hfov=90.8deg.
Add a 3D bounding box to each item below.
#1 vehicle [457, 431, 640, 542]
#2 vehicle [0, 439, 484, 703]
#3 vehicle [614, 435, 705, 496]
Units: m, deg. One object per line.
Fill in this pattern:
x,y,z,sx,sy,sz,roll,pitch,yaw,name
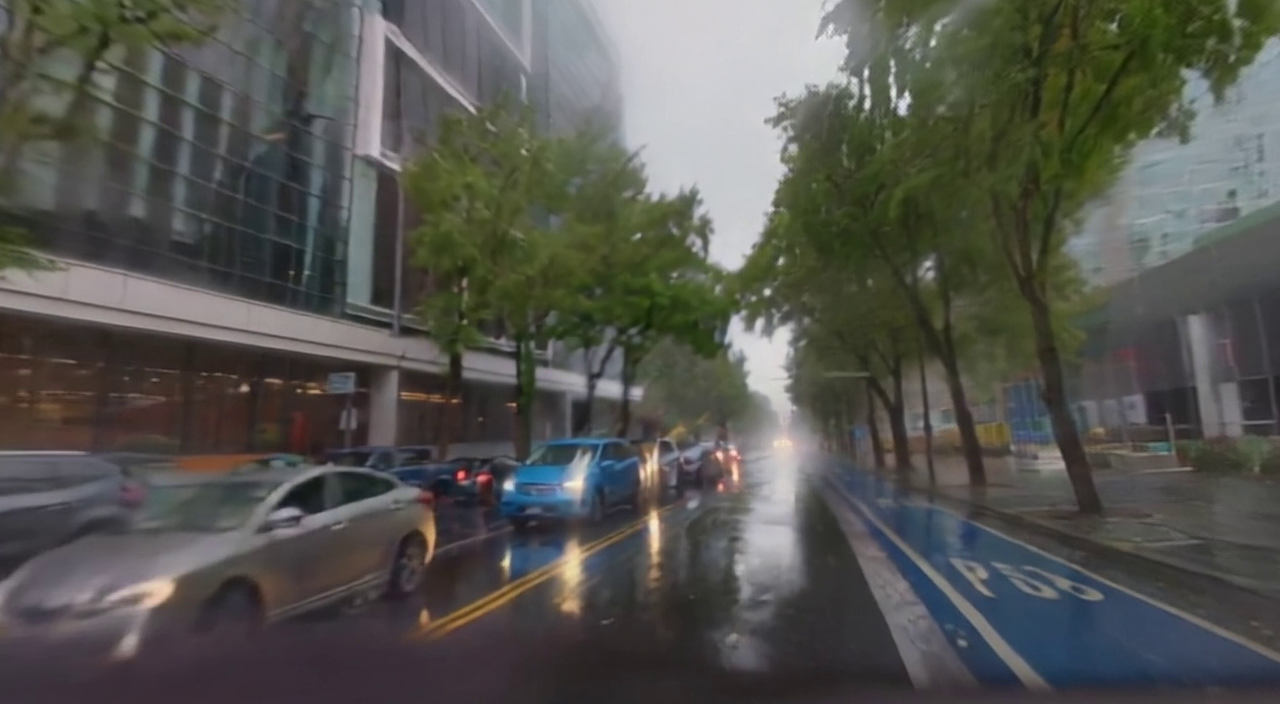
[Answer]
-1.585,2.601,12.983,2.173,1.814,4.573,-2,-9,13,vehicle
-3.391,1.527,5.152,2.017,1.558,4.888,-2,-9,14,vehicle
0.813,3.848,21.794,2.225,1.848,4.472,-2,-9,14,vehicle
